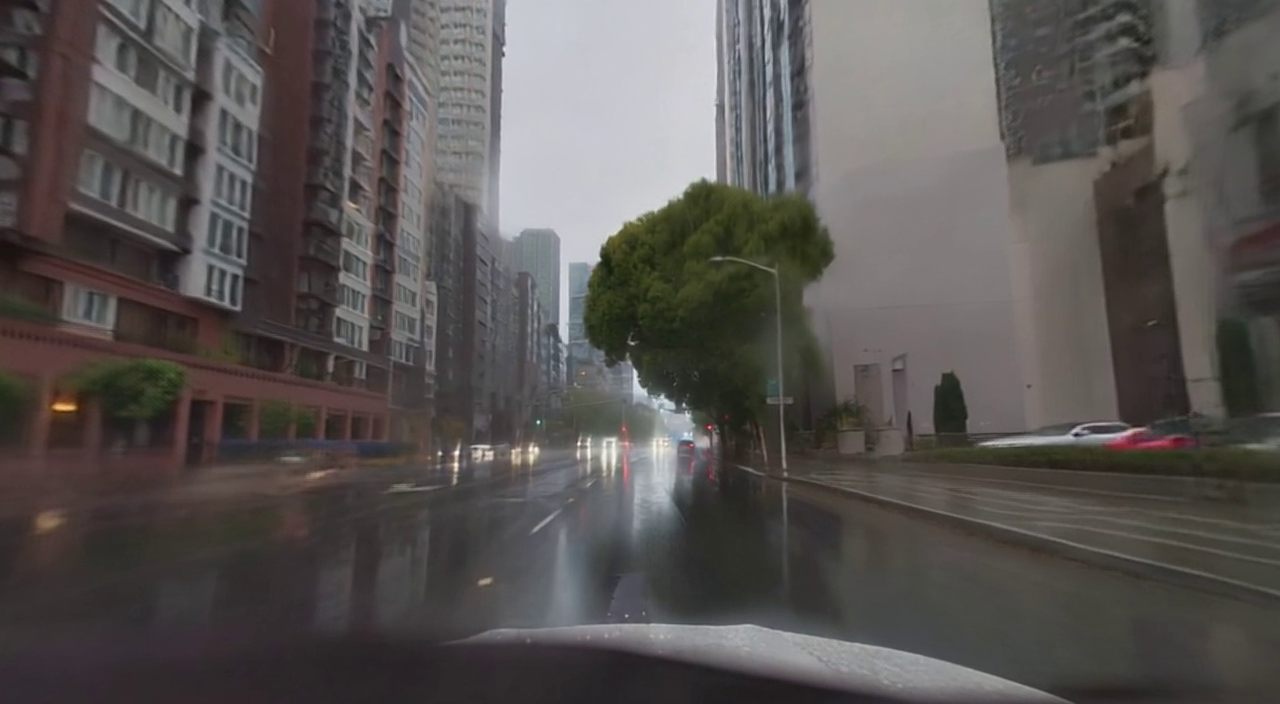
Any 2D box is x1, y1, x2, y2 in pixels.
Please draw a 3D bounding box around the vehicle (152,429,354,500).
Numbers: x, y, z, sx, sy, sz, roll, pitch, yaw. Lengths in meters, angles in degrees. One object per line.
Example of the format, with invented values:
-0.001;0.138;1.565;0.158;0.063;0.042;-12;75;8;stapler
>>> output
-9.281;2.736;15.724;1.939;1.482;4.673;-1;-8;2;vehicle
